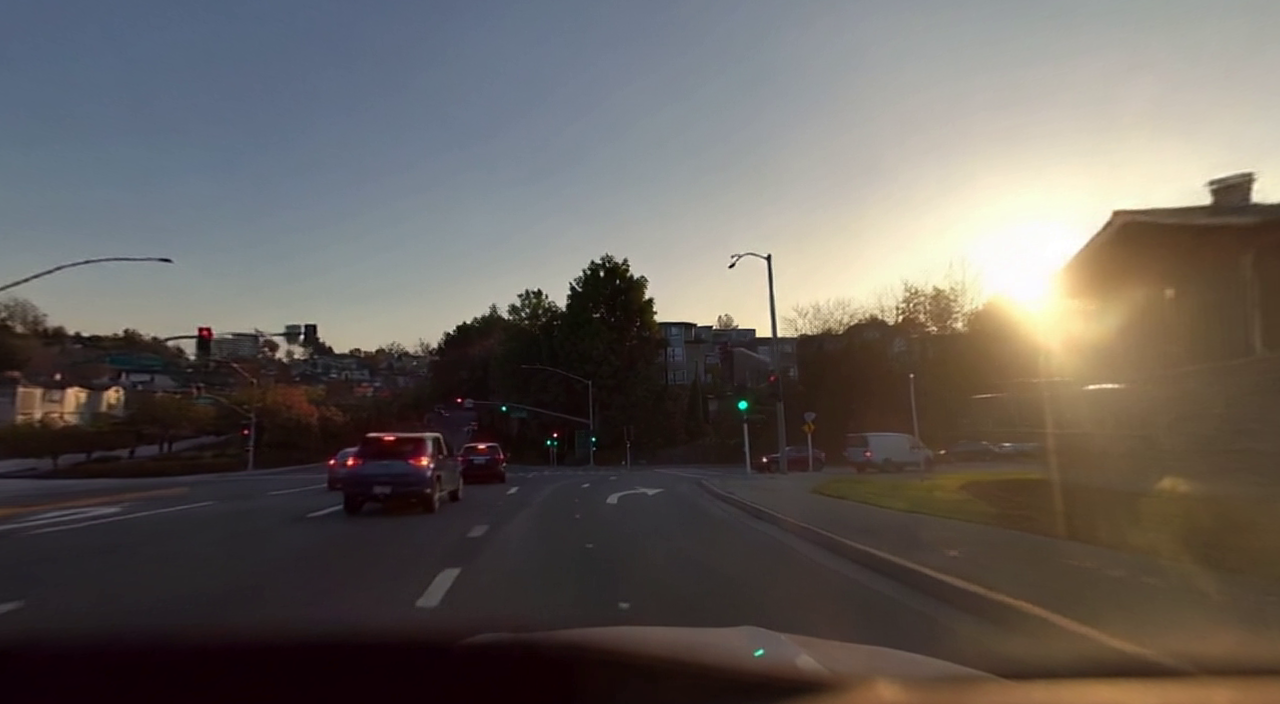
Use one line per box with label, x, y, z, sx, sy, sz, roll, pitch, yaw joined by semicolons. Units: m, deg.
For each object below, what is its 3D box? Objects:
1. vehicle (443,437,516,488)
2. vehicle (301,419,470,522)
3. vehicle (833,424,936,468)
vehicle;-5.689;3.953;22.780;2.024;1.655;4.301;1;-8;-7
vehicle;-5.167;2.450;13.515;2.152;1.822;4.391;1;-8;-6
vehicle;16.675;6.398;42.839;6.269;2.785;2.334;2;-9;-16
